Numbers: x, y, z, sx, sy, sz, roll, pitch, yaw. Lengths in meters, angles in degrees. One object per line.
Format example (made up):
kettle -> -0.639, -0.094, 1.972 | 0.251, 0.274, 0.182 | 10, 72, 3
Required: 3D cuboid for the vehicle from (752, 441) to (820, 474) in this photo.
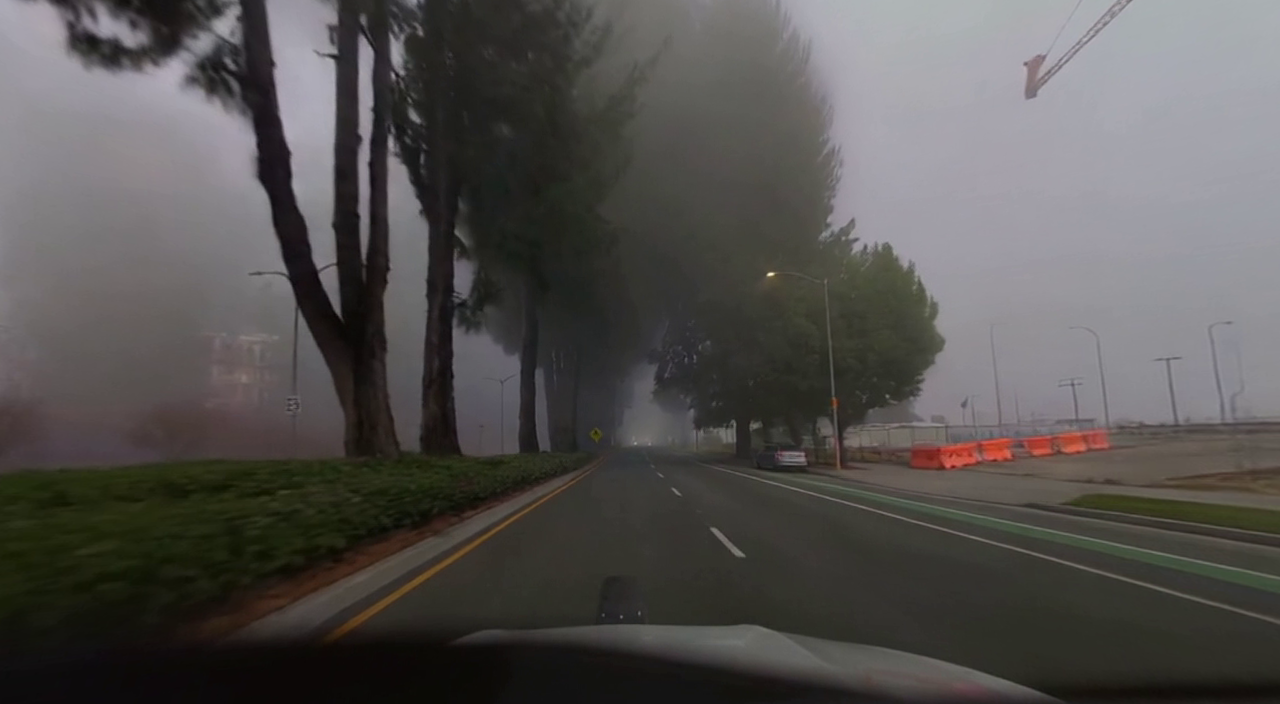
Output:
vehicle -> 7.039, 5.128, 30.982 | 1.986, 1.498, 5.099 | 0, -8, -2
